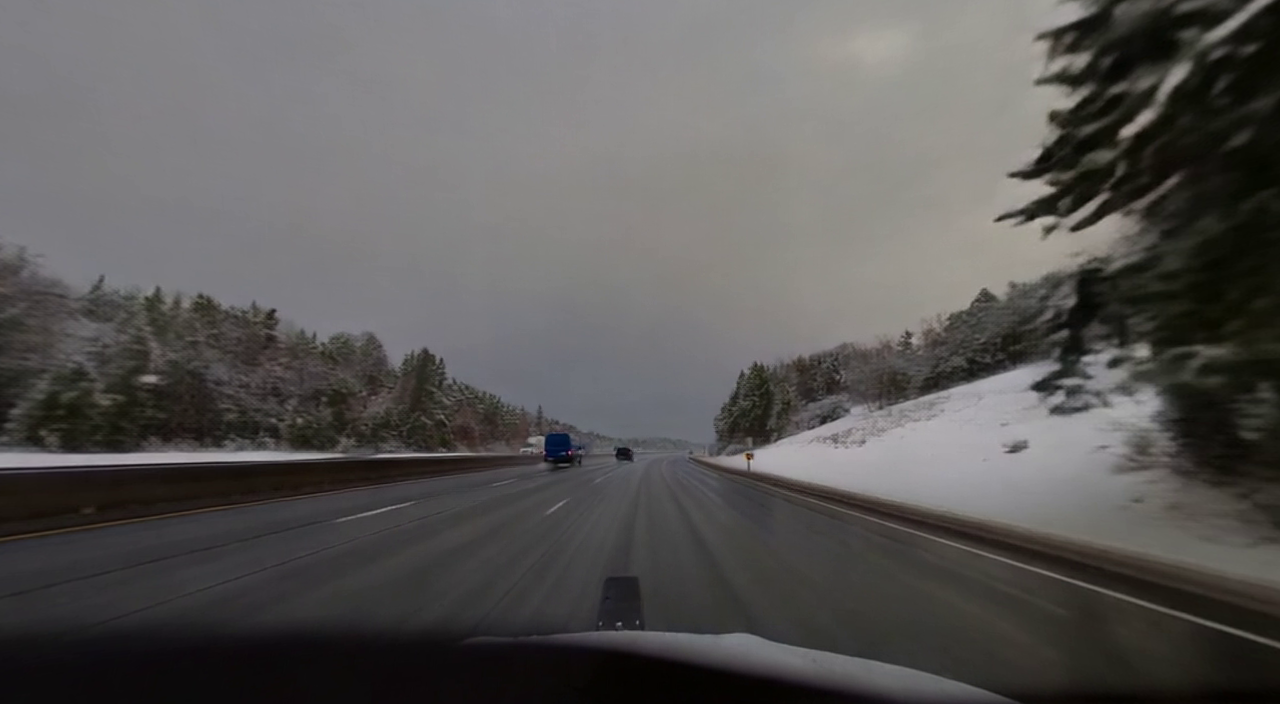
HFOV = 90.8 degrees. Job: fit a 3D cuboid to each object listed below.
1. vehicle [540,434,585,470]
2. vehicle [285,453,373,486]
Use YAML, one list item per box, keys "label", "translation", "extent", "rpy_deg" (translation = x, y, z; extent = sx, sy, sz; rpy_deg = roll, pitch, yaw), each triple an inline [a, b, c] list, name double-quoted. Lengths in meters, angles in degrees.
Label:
- label: "vehicle"
  translation: [-5.741, 7.515, 47.424]
  extent: [2.449, 2.471, 6.130]
  rpy_deg: [-1, -9, 1]
- label: "vehicle"
  translation: [-15.105, 5.703, 30.983]
  extent: [1.928, 1.463, 4.691]
  rpy_deg: [0, -9, 0]
